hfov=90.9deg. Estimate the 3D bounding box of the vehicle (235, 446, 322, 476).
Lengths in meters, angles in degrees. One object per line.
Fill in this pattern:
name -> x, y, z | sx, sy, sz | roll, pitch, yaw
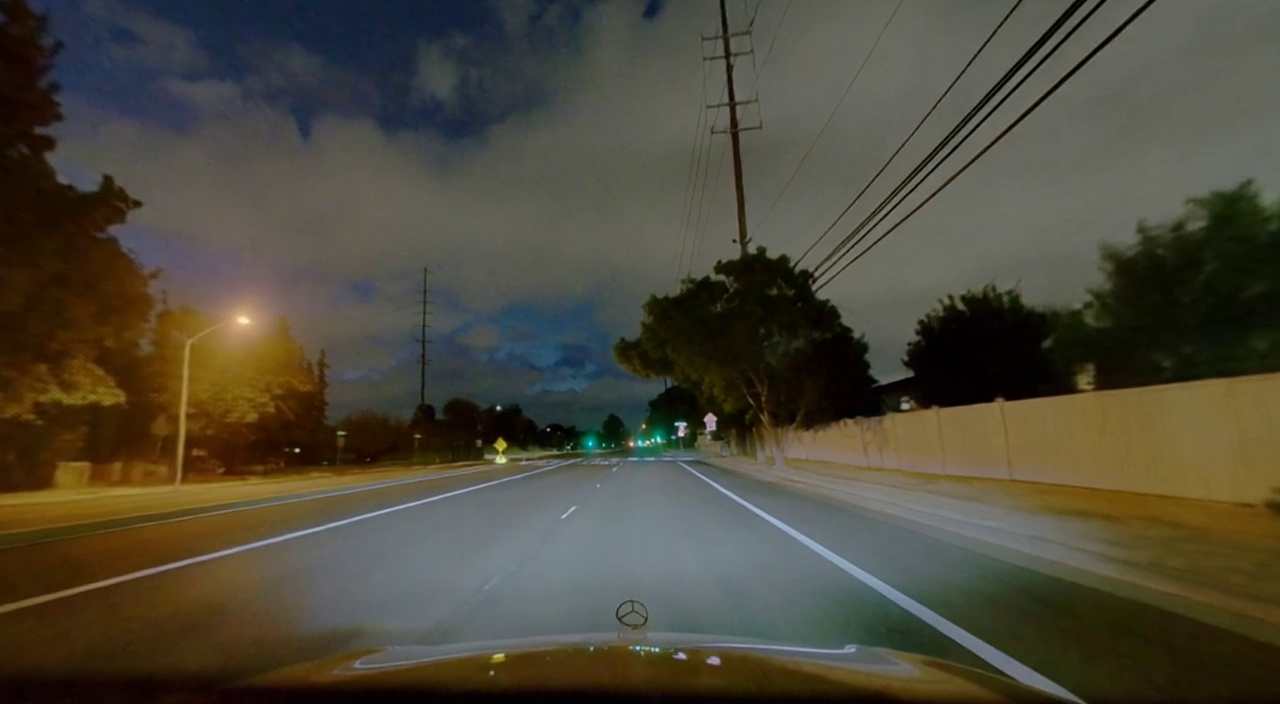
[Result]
vehicle -> -25.177, 7.540, 43.905 | 5.246, 1.961, 2.280 | -3, -8, 20
